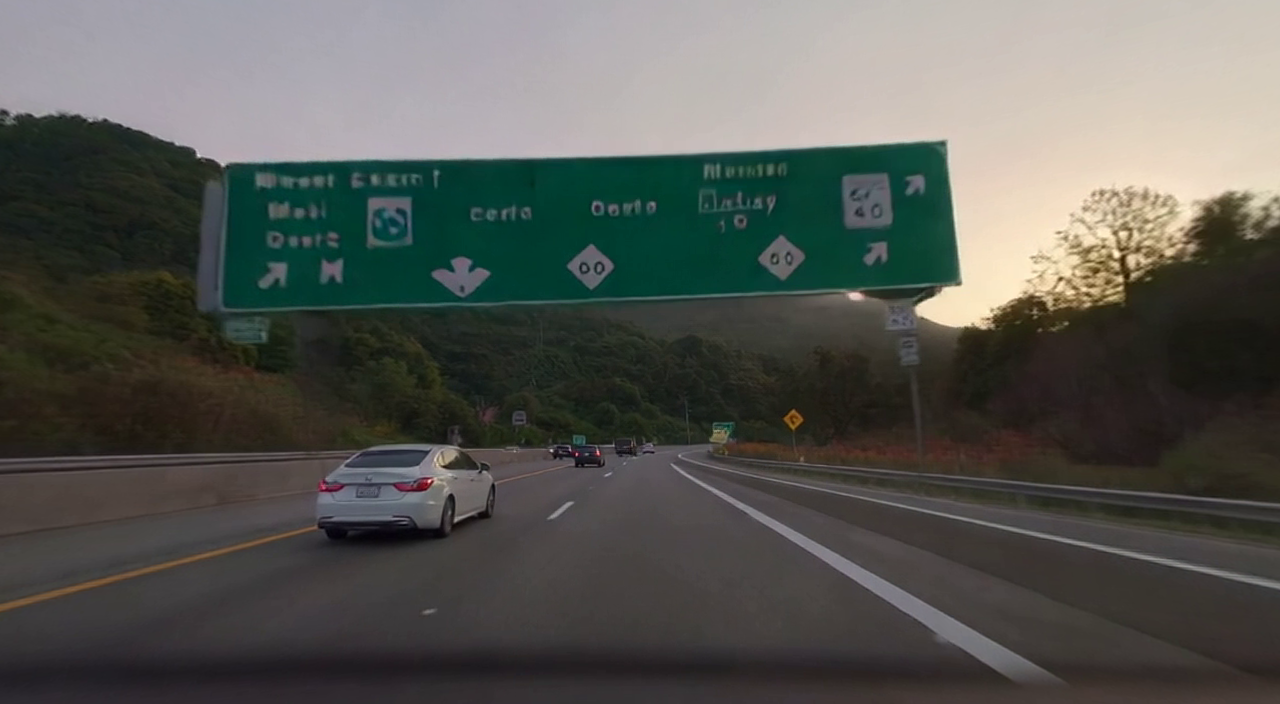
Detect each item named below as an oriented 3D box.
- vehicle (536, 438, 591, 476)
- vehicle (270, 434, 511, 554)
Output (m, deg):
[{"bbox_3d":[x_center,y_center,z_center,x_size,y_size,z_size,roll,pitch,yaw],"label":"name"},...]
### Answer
[{"bbox_3d":[-3.566,4.991,30.148,2.073,1.694,4.162,0,-9,1],"label":"vehicle"},{"bbox_3d":[-3.524,2.095,10.029,1.988,1.440,4.504,0,-9,0],"label":"vehicle"}]
